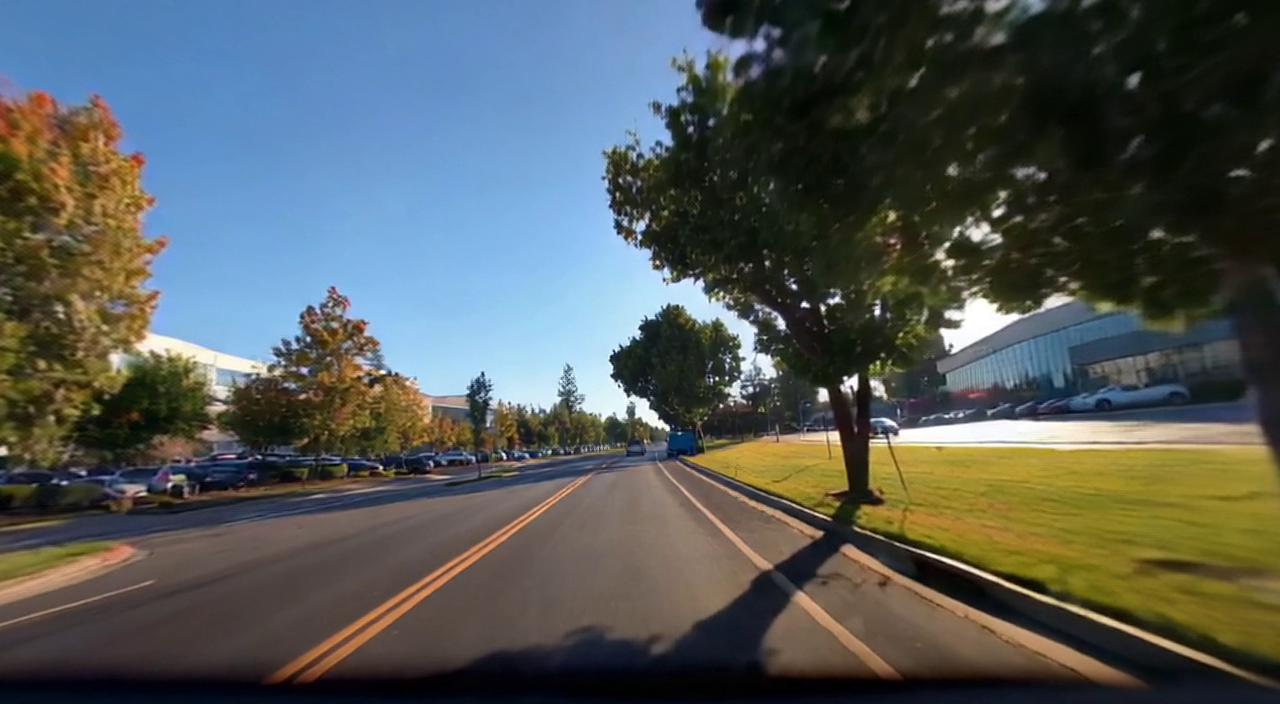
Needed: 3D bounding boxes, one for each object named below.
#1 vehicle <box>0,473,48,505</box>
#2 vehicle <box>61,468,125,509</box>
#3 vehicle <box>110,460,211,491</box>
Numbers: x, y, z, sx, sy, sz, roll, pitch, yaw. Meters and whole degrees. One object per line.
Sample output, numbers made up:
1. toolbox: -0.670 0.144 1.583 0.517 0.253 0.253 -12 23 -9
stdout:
1. vehicle: -32.000 7.077 32.710 1.747 1.468 3.972 7 -13 -41
2. vehicle: -27.792 6.912 32.243 1.930 1.718 4.438 5 -10 -35
3. vehicle: -33.707 8.692 44.508 5.432 1.791 2.159 -3 -9 2
